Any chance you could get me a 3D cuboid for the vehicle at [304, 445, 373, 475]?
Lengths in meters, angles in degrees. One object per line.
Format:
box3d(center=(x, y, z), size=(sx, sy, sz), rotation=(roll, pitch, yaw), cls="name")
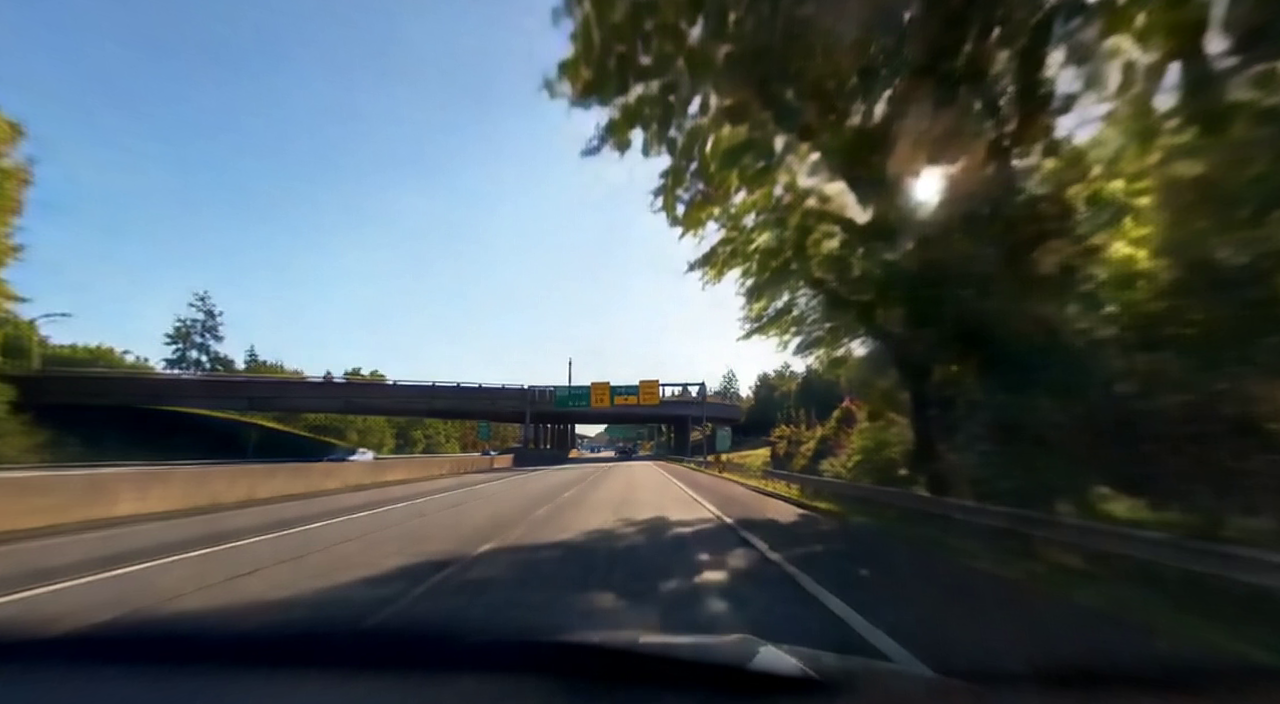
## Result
box3d(center=(-15.788, 5.701, 33.256), size=(1.759, 1.459, 3.931), rotation=(0, -9, -1), cls="vehicle")
